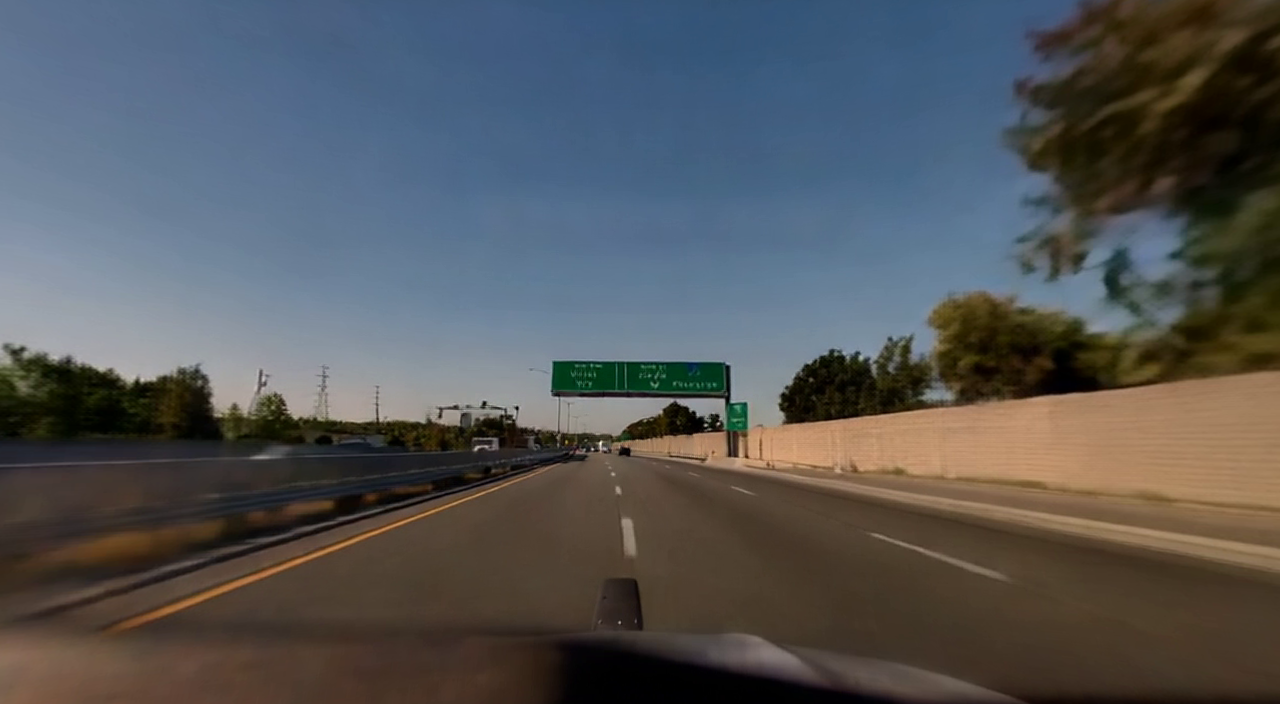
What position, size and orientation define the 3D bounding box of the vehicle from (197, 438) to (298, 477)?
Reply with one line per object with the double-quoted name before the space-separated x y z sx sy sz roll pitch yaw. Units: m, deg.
"vehicle" -16.125 4.361 26.030 1.747 1.453 4.027 0 -9 -3
